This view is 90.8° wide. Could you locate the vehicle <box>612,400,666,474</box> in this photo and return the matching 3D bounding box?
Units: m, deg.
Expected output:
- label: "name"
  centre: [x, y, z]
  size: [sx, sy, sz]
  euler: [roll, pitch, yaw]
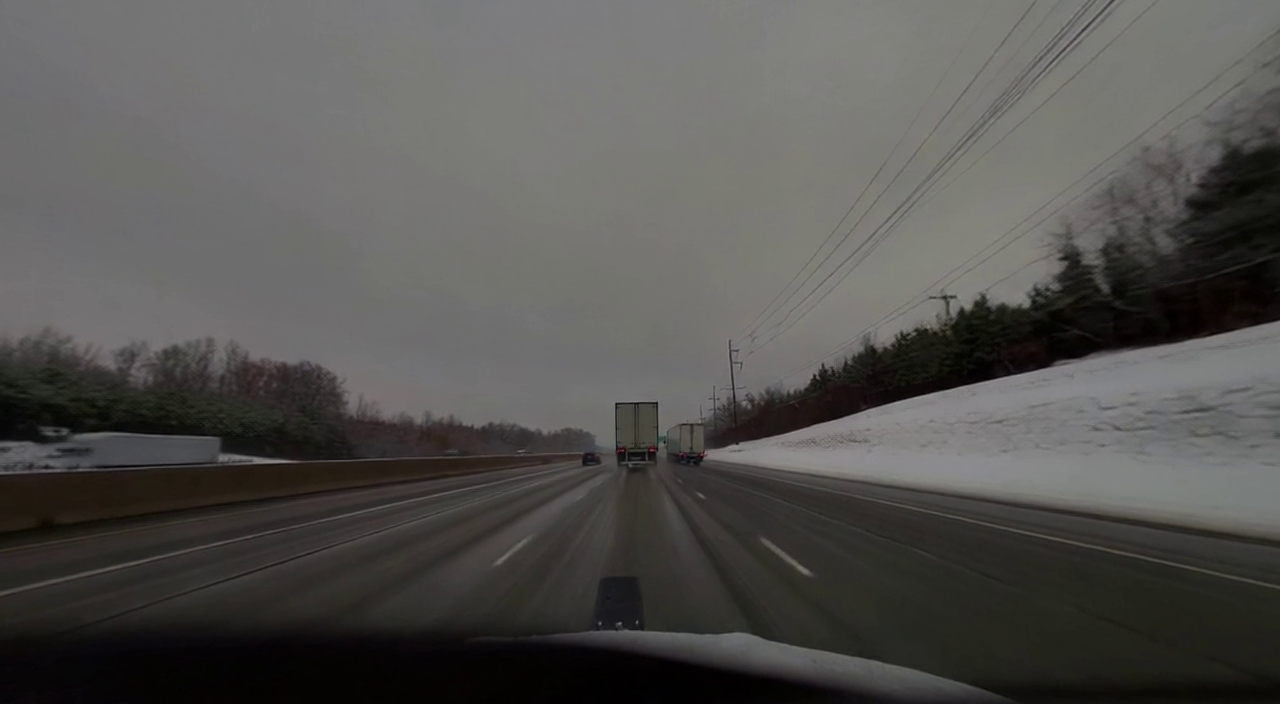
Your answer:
- label: "vehicle"
  centre: [-0.063, 5.524, 40.340]
  size: [2.985, 4.025, 10.982]
  euler: [0, -9, 0]
